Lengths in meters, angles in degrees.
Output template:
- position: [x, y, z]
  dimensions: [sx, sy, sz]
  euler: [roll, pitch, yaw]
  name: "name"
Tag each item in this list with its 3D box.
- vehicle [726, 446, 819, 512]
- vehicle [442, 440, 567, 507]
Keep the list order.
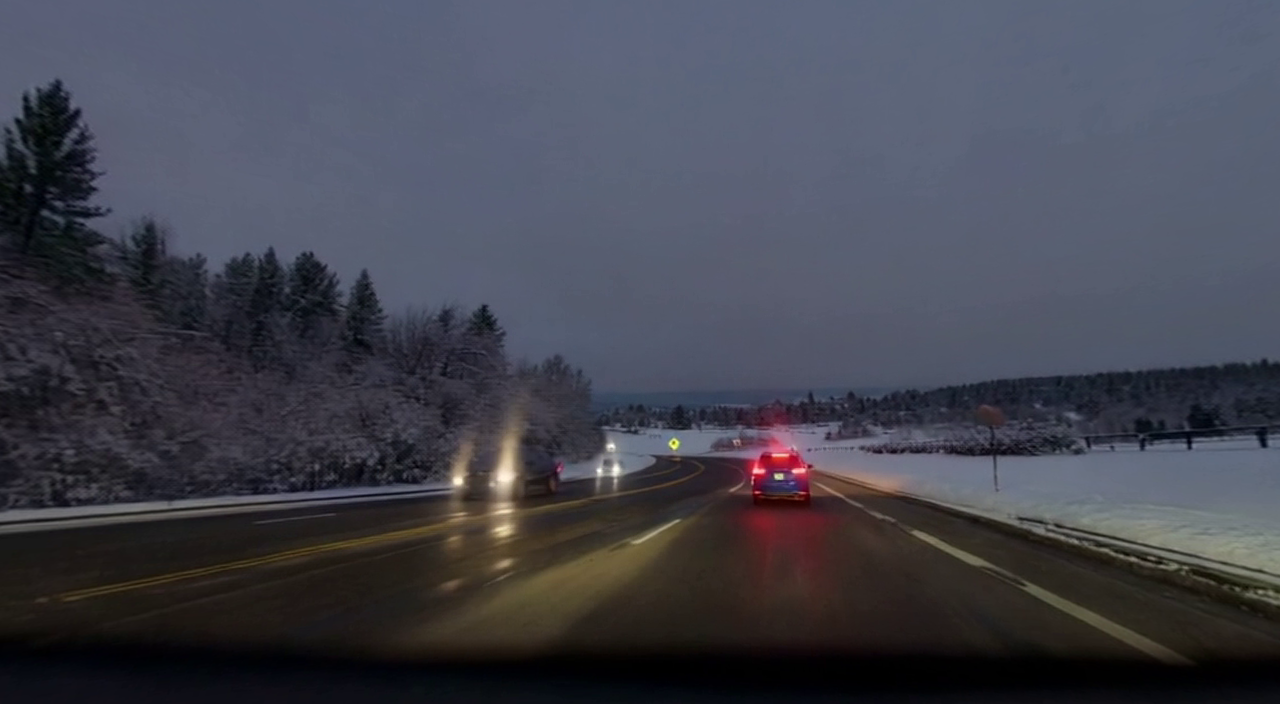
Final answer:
- position: [3.590, 3.369, 17.226]
  dimensions: [2.148, 1.521, 4.089]
  euler: [-2, -8, 11]
  name: "vehicle"
- position: [-4.327, 3.970, 21.225]
  dimensions: [2.150, 1.927, 5.209]
  euler: [-2, -8, 12]
  name: "vehicle"
